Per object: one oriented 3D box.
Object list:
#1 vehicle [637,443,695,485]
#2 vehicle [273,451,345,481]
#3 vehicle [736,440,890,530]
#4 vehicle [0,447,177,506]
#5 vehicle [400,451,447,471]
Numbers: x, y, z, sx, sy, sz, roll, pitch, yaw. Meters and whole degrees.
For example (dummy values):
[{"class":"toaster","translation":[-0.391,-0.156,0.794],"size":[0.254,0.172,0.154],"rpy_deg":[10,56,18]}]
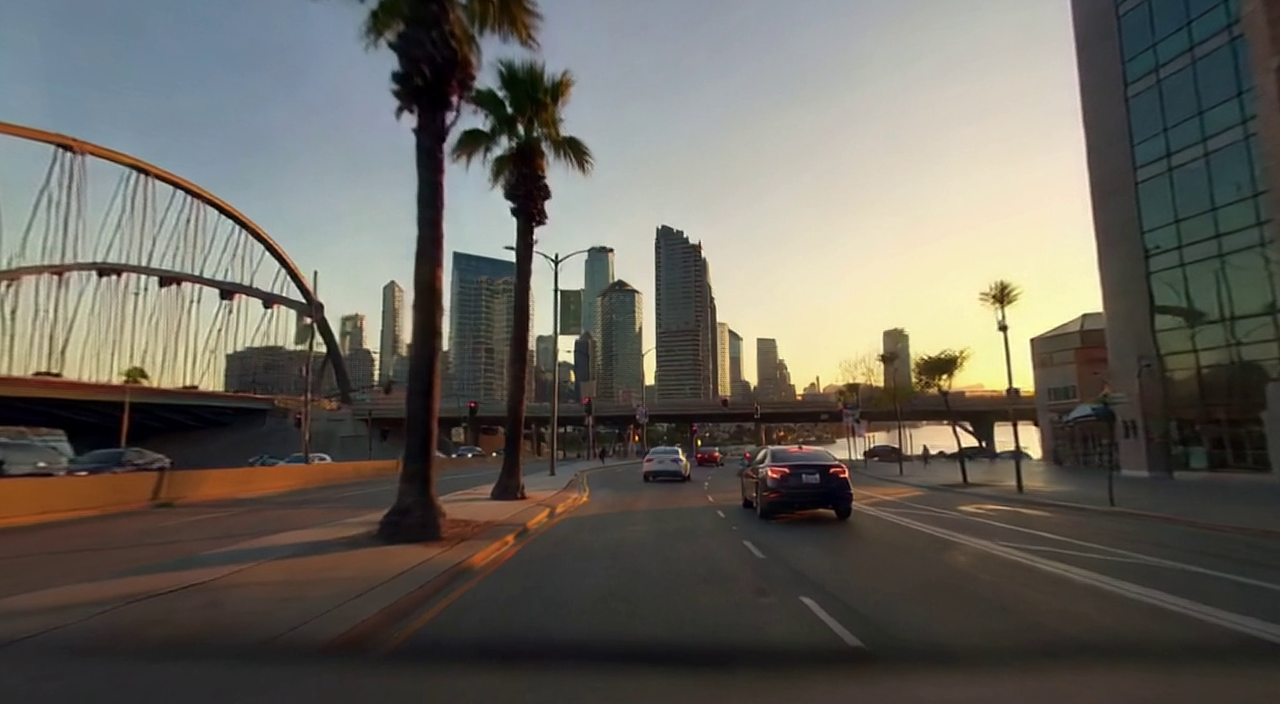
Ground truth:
[{"class":"vehicle","translation":[1.115,4.421,25.036],"size":[2.077,1.518,3.760],"rpy_deg":[-1,-9,6]},{"class":"vehicle","translation":[-19.226,6.597,36.769],"size":[1.850,1.590,4.201],"rpy_deg":[0,-9,1]},{"class":"vehicle","translation":[3.323,2.643,13.226],"size":[2.051,1.509,4.933],"rpy_deg":[0,-9,3]},{"class":"vehicle","translation":[-19.057,4.255,22.019],"size":[2.028,1.808,4.868],"rpy_deg":[0,-9,-2]},{"class":"vehicle","translation":[-16.713,8.439,48.859],"size":[1.912,1.482,4.495],"rpy_deg":[0,-9,2]}]
